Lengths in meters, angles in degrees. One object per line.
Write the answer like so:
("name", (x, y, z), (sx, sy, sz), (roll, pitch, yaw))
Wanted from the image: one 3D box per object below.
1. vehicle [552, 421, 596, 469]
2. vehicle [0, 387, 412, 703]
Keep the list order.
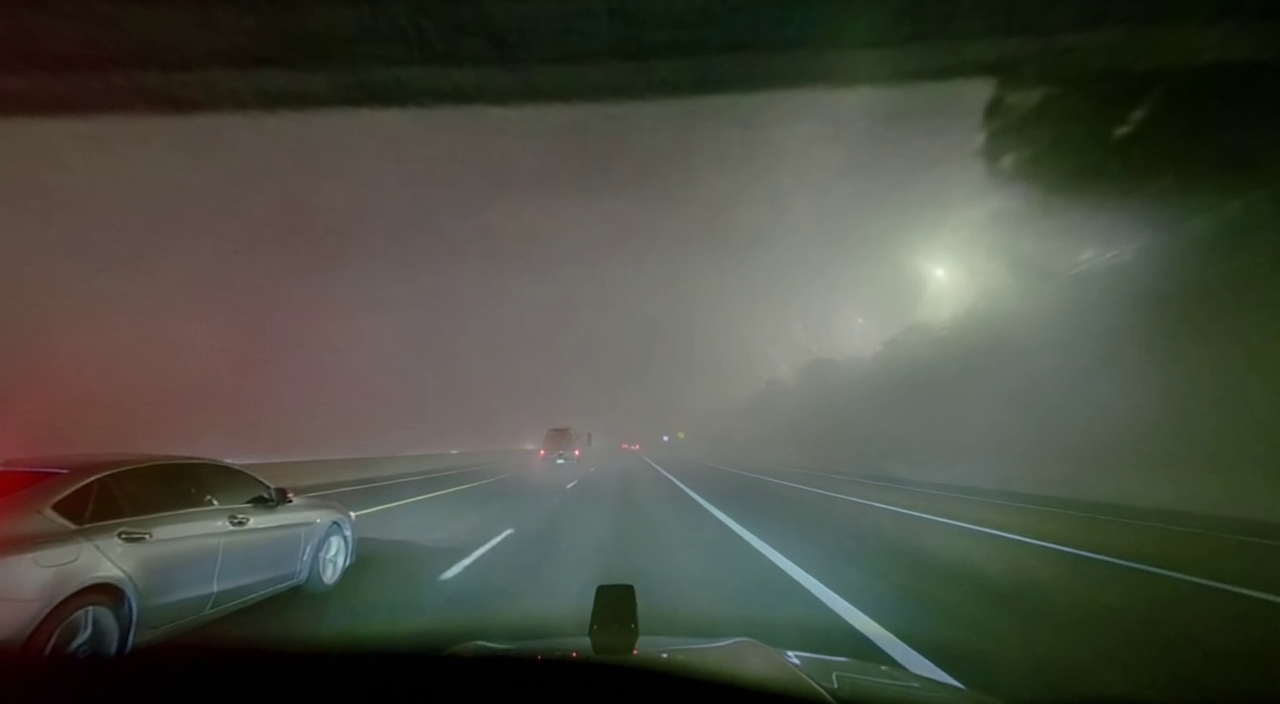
("vehicle", (-4.310, 6.224, 42.257), (2.364, 2.953, 6.732), (0, -8, -1))
("vehicle", (-3.623, 1.257, 4.878), (2.025, 1.556, 4.594), (0, -8, -1))
